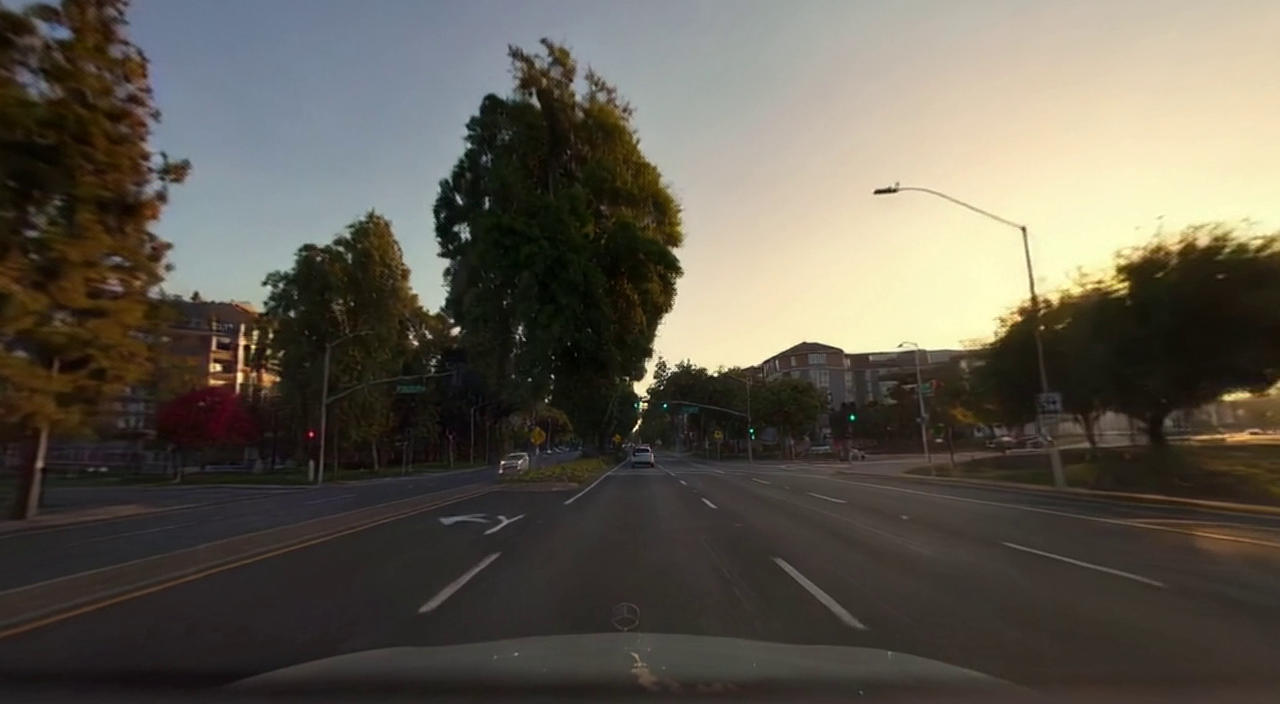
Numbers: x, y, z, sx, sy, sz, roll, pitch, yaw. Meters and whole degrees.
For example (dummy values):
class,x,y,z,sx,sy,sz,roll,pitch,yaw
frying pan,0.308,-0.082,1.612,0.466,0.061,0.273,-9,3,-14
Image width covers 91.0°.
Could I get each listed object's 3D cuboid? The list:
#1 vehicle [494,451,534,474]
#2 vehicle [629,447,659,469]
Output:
class,x,y,z,sx,sy,sz,roll,pitch,yaw
vehicle,-8.793,7.746,44.373,1.887,1.480,4.446,0,-9,0
vehicle,0.307,7.593,45.293,2.064,1.477,3.968,0,-9,0
